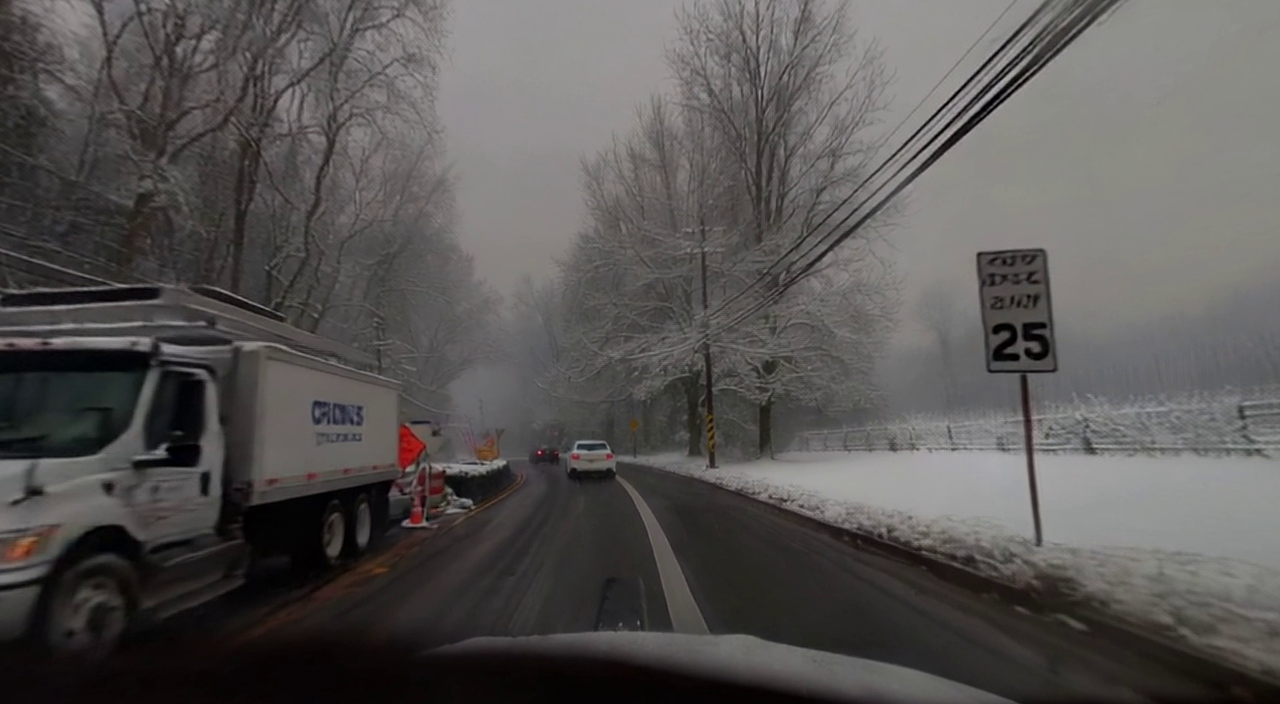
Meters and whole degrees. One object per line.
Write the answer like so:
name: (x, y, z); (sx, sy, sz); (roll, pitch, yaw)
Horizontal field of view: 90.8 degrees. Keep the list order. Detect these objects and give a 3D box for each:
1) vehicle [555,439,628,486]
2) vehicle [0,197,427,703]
vehicle: (-1.827, 3.887, 22.575); (2.186, 1.463, 4.356); (1, -9, -10)
vehicle: (-3.632, 0.928, 4.492); (2.671, 2.053, 6.074); (1, -8, -6)
